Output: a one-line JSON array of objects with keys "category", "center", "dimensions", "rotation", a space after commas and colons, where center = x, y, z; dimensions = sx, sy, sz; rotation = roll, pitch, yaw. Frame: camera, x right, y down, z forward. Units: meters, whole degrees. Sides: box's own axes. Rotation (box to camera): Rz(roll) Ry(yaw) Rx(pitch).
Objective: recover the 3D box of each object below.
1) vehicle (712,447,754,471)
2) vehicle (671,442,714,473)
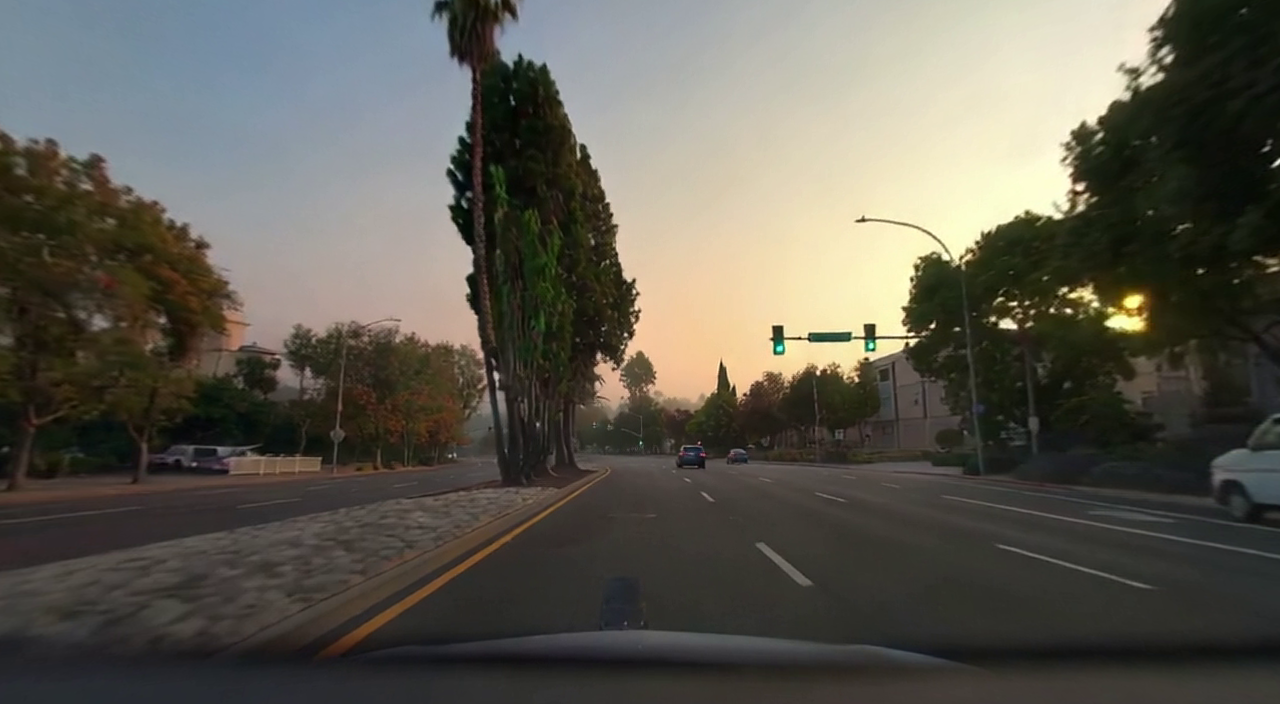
[{"category": "vehicle", "center": [6.513, 7.587, 44.814], "dimensions": [1.969, 1.522, 4.609], "rotation": [0, -9, -4]}, {"category": "vehicle", "center": [3.286, 6.687, 40.191], "dimensions": [2.046, 1.818, 4.603], "rotation": [0, -9, -4]}]
